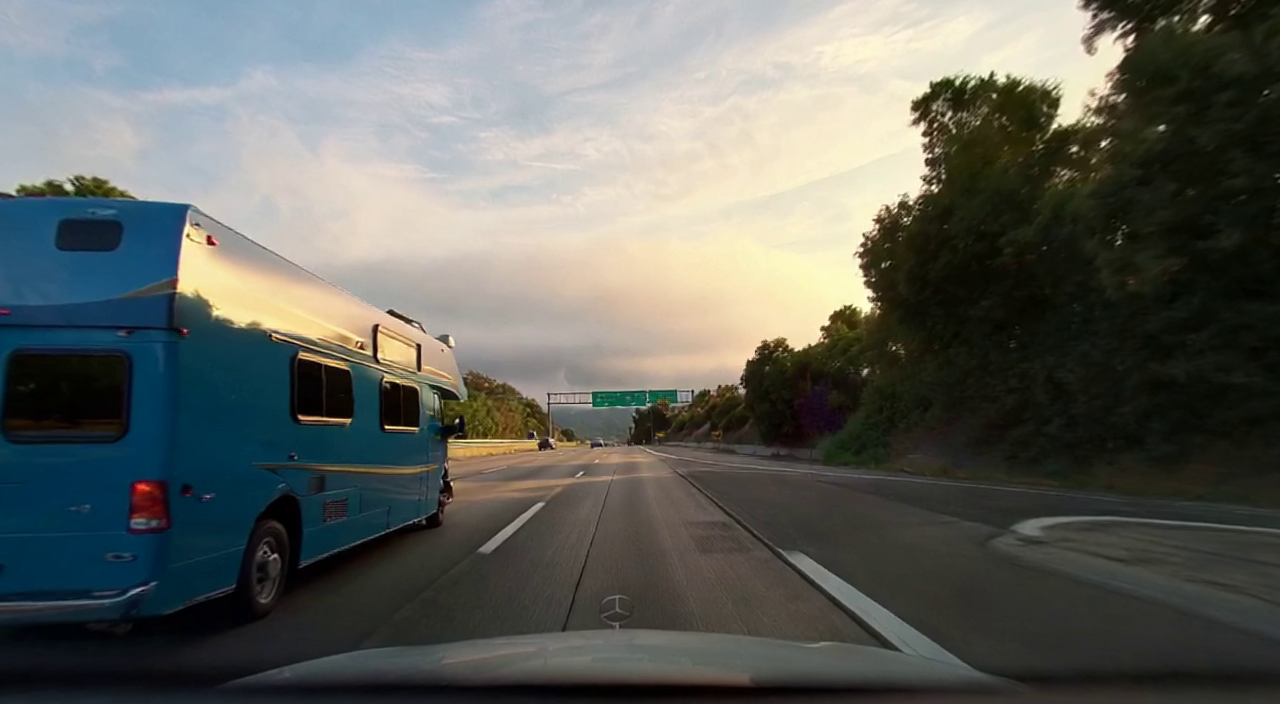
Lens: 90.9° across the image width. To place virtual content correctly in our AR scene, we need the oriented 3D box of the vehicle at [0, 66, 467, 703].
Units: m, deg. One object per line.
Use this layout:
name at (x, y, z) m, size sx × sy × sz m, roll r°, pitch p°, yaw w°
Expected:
vehicle at (-4.022, 0.646, 6.476) m, size 2.676 × 3.269 × 7.388 m, roll 1°, pitch -6°, yaw -3°
